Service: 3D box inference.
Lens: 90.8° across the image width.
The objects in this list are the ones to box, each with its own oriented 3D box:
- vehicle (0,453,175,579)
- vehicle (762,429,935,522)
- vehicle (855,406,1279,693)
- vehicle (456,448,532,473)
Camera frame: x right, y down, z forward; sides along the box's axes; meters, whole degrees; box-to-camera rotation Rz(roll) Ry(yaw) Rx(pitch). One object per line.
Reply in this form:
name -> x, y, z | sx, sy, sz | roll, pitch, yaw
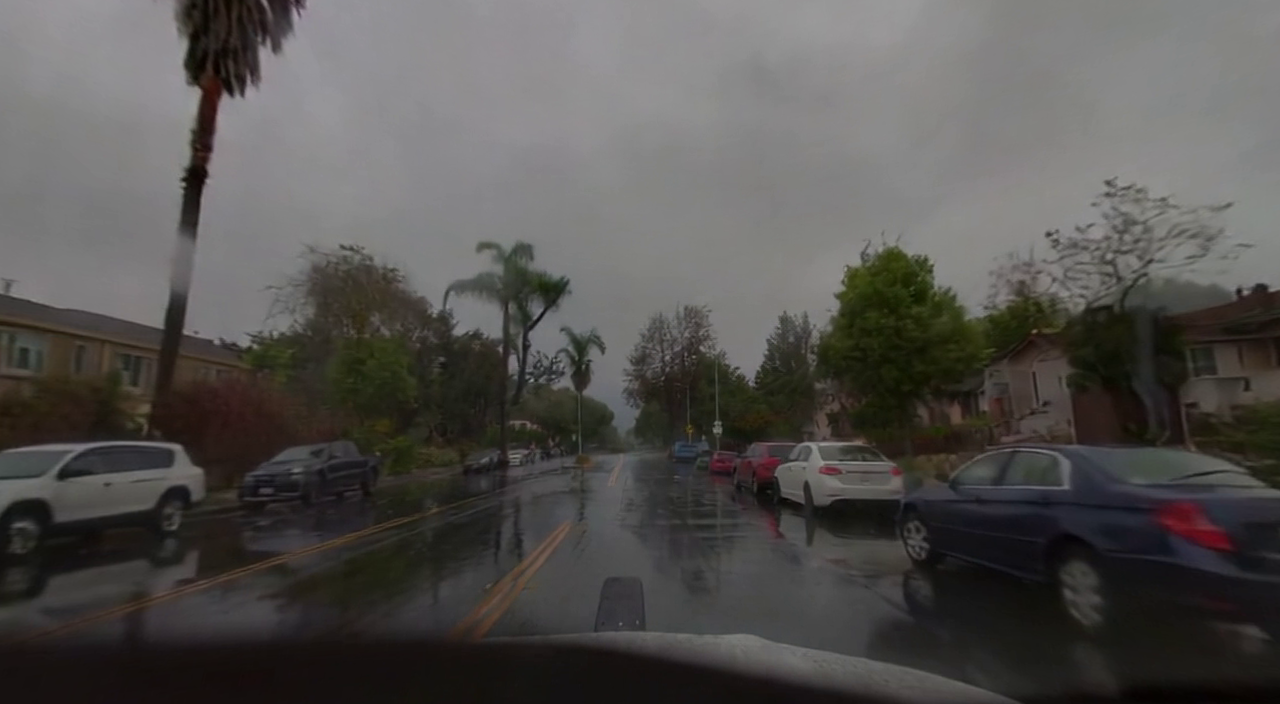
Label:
vehicle -> -8.864, 2.126, 8.384 | 3.912, 1.488, 1.837 | 3, -9, -23
vehicle -> 3.928, 2.397, 12.844 | 1.929, 1.543, 4.379 | 0, -8, -1
vehicle -> 3.628, 1.359, 5.635 | 1.819, 1.487, 4.537 | 0, -8, 0
vehicle -> -9.246, 6.824, 39.899 | 4.419, 1.486, 1.808 | 3, -9, -21
